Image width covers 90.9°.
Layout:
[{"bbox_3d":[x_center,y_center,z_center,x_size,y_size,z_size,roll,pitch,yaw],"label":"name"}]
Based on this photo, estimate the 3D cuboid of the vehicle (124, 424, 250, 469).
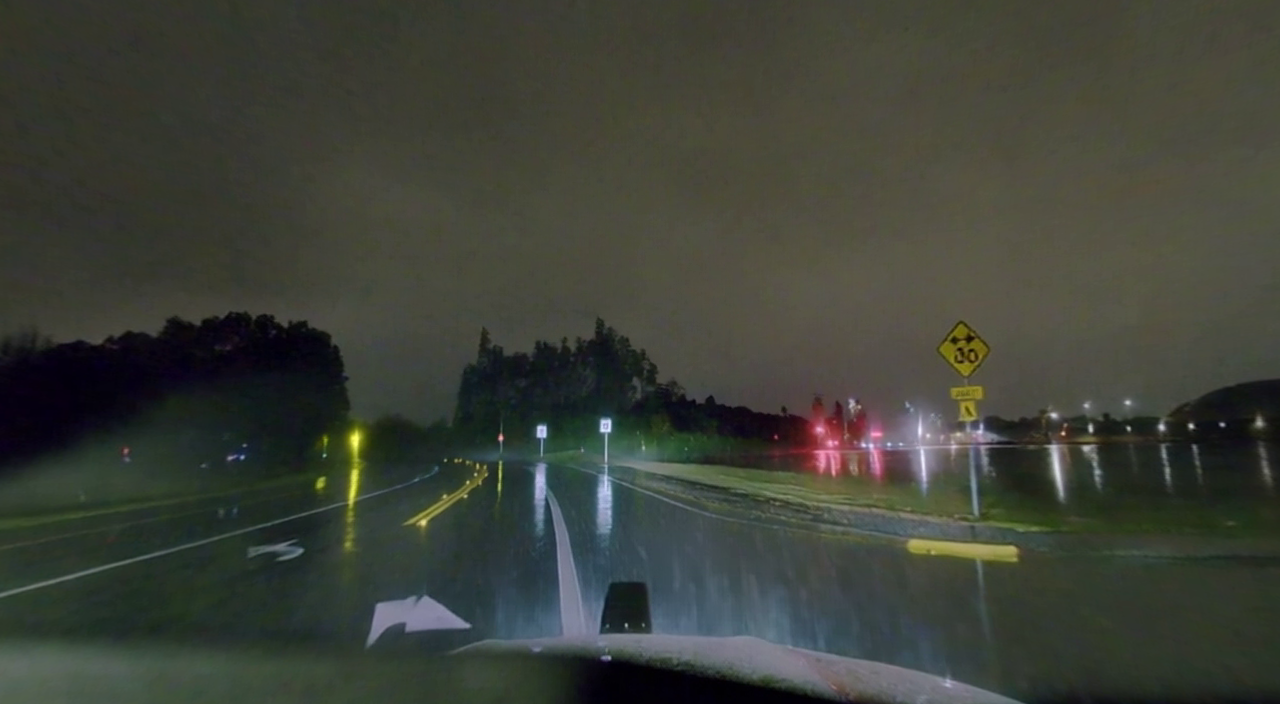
[{"bbox_3d":[-21.087,4.406,29.426,4.699,1.996,2.116,-2,-9,15],"label":"vehicle"}]
